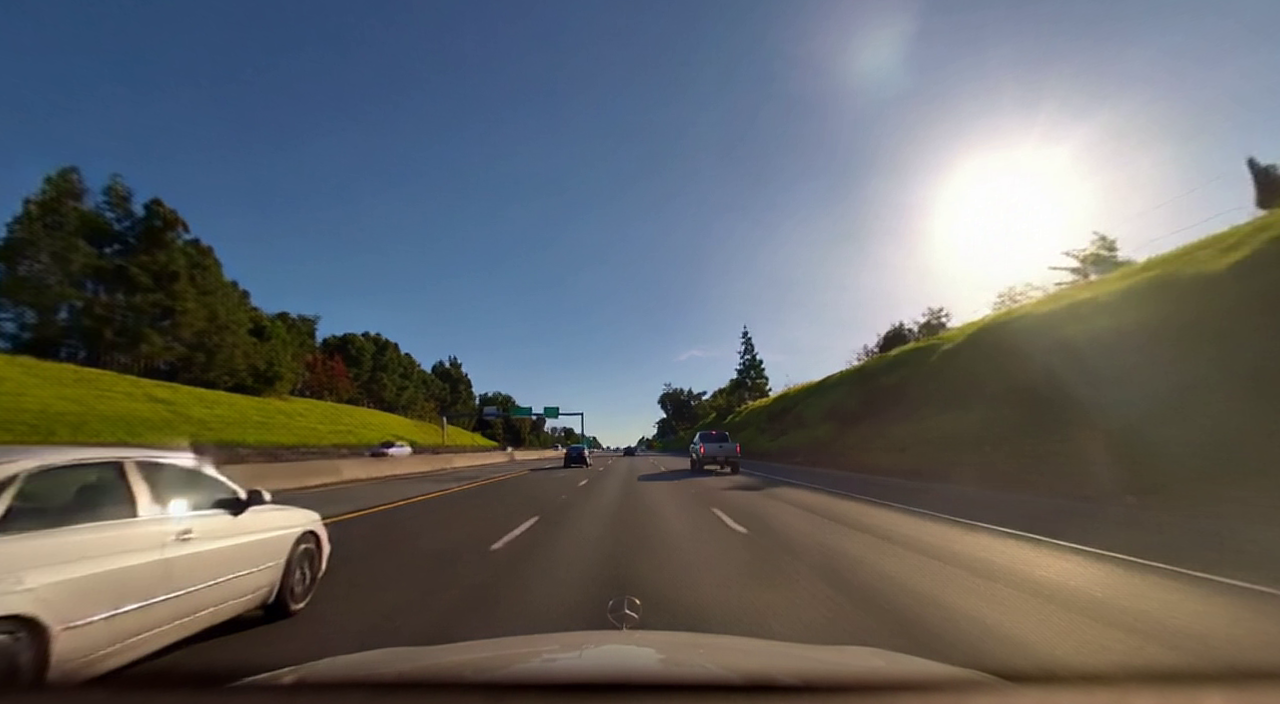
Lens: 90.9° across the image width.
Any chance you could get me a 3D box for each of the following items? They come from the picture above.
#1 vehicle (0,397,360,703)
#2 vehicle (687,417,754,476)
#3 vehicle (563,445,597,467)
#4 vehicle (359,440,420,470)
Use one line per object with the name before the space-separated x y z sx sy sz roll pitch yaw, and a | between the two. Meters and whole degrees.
vehicle | -3.394 1.035 2.983 1.939 1.513 4.773 0 -9 0
vehicle | 3.836 4.702 31.248 2.361 2.636 5.684 0 -9 -1
vehicle | -4.342 7.621 46.131 2.054 1.529 4.368 0 -9 0
vehicle | -15.459 6.396 39.133 1.931 1.721 4.375 0 -9 0
